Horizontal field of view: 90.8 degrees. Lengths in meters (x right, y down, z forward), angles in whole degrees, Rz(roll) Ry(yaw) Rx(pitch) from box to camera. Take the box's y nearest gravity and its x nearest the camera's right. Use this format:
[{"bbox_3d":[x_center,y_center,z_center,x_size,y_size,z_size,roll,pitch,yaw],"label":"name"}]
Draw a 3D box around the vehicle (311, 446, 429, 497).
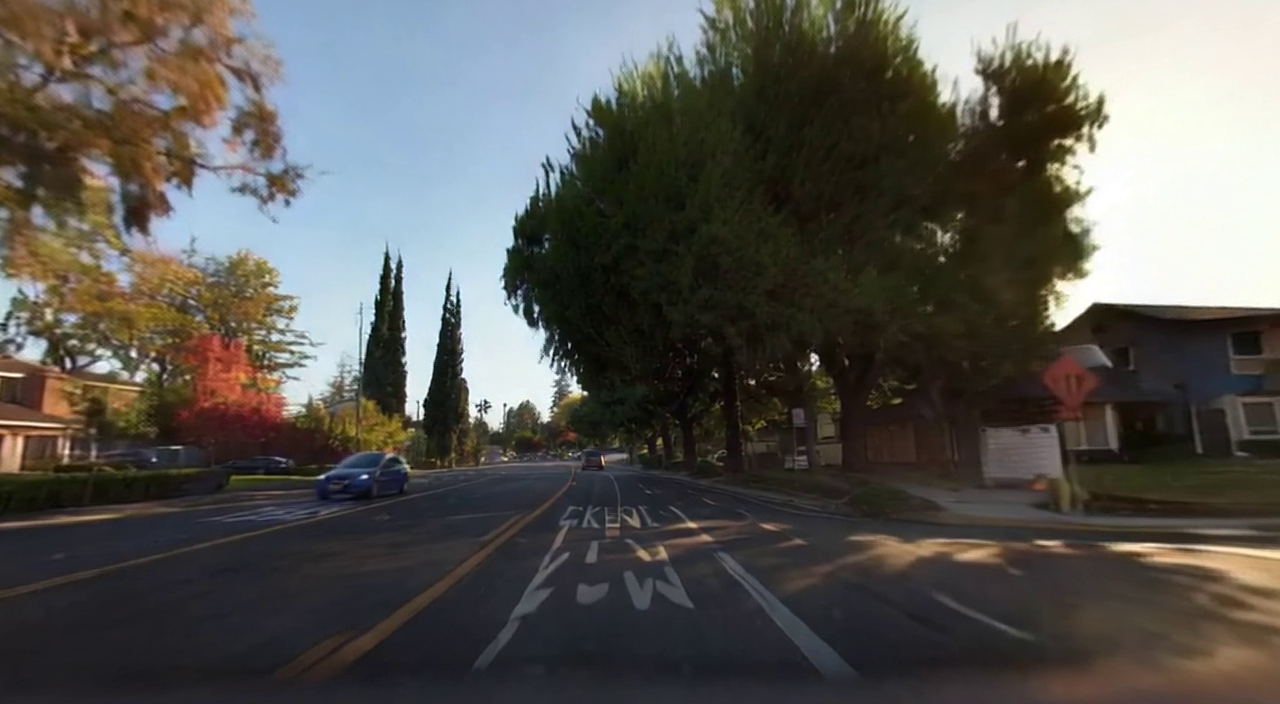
[{"bbox_3d":[-10.094,4.464,24.091,2.053,1.727,4.651,-1,-8,6],"label":"vehicle"}]
